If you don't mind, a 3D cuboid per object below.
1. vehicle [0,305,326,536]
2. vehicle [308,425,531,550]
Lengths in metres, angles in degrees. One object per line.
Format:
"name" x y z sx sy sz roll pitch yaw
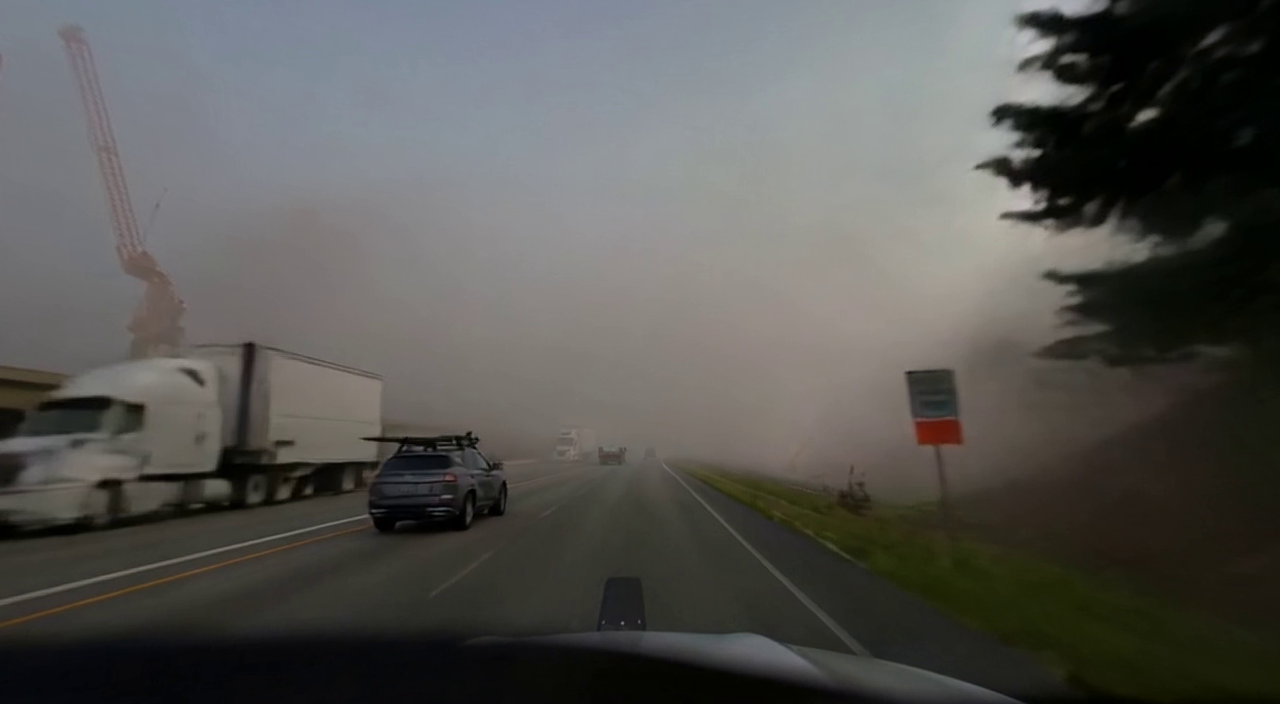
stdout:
"vehicle" -10.045 1.592 13.776 3.012 3.952 5.836 -1 -9 2
"vehicle" -3.285 2.118 10.435 2.194 1.648 3.984 0 -9 1
